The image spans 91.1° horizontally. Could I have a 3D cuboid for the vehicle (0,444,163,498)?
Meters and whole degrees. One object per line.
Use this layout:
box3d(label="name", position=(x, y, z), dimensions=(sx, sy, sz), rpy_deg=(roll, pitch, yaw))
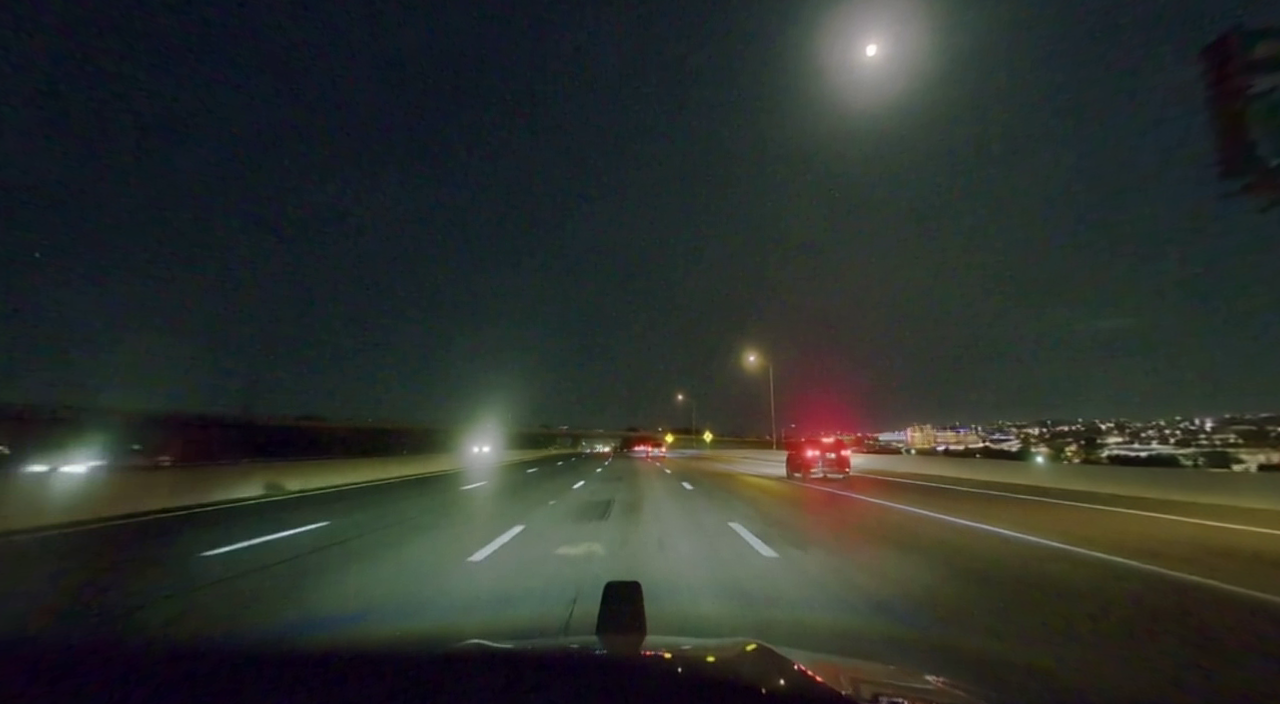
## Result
box3d(label="vehicle", position=(-18.010, 3.705, 20.047), dimensions=(1.889, 1.474, 4.727), rpy_deg=(0, -8, -1))
